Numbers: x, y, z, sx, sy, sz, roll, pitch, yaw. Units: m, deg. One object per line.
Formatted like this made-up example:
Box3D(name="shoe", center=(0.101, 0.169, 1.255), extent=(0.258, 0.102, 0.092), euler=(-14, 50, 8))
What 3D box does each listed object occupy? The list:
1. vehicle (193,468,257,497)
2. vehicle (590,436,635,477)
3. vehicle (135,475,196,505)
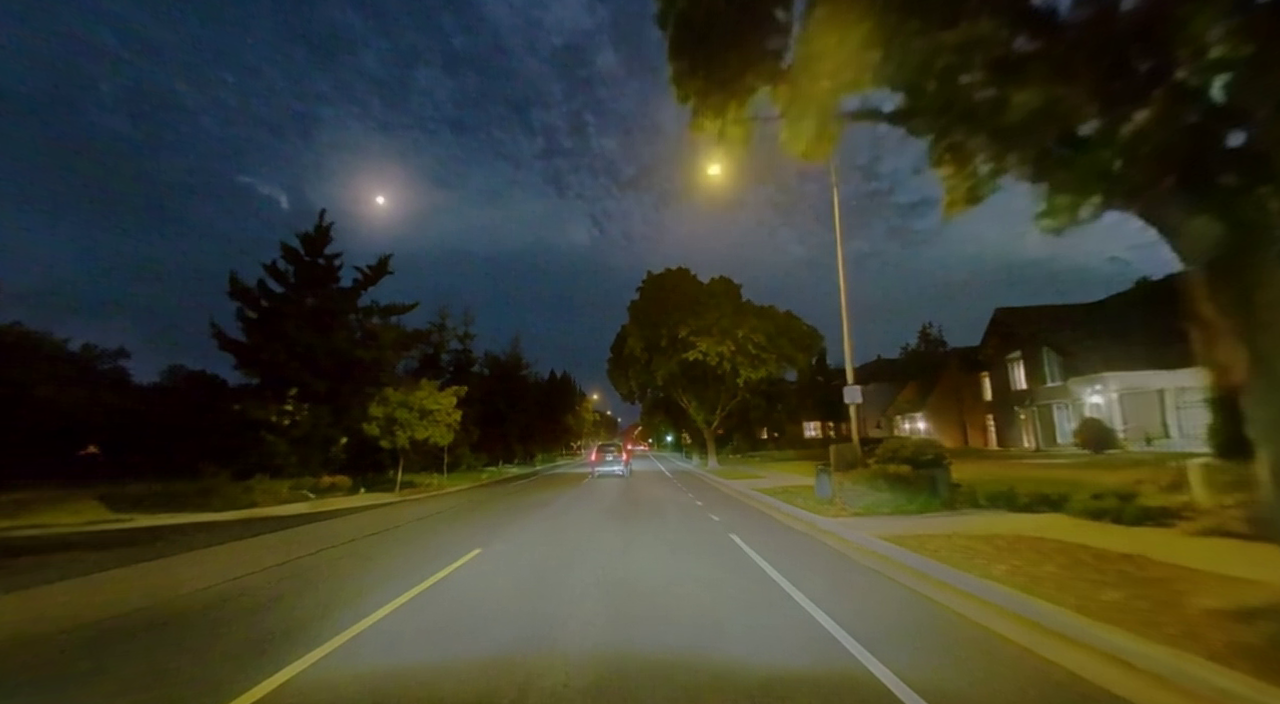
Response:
Box3D(name="vehicle", center=(-31.068, 9.743, 47.295), extent=(3.633, 1.696, 1.754), euler=(-6, -9, 0))
Box3D(name="vehicle", center=(-1.412, 5.634, 34.287), extent=(2.210, 2.023, 4.663), euler=(0, -8, 0))
Box3D(name="vehicle", center=(-29.965, 8.683, 40.033), extent=(1.926, 1.552, 4.355), euler=(3, -9, -21))
